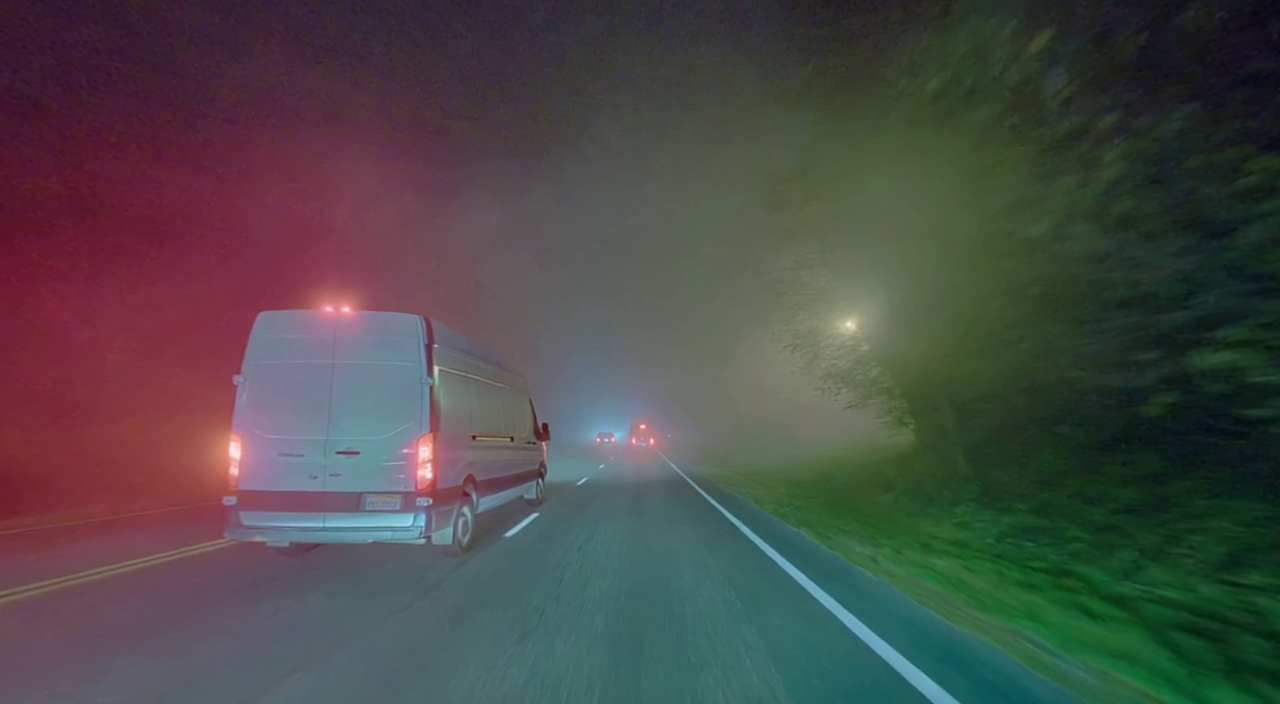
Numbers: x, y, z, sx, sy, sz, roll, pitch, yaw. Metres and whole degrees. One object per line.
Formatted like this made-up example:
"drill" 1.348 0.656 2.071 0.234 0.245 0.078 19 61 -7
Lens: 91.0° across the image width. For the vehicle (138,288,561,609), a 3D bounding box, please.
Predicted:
"vehicle" -2.734 1.177 8.202 2.497 2.628 6.016 0 -8 1
